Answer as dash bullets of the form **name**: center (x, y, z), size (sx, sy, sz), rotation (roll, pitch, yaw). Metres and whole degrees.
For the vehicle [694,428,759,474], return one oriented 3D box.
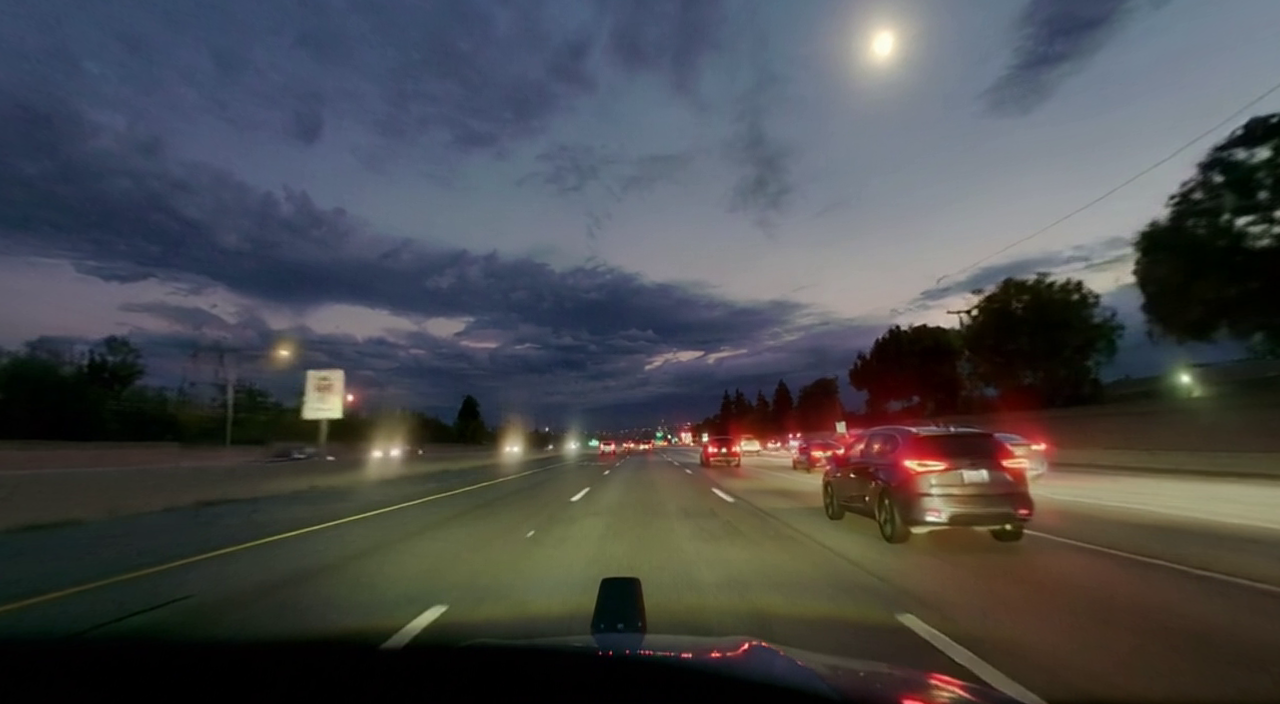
- **vehicle**: center (4.104, 4.826, 30.963), size (2.442, 2.022, 5.466), rotation (0, -8, 0)

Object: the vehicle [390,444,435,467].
- **vehicle**: center (-16.209, 7.376, 45.062), size (1.966, 1.509, 3.808), rotation (0, -9, -3)

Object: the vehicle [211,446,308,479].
- **vehicle**: center (-18.885, 5.488, 31.574), size (2.004, 1.492, 4.506), rotation (-1, -8, 1)

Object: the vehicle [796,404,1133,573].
- **vehicle**: center (3.773, 1.677, 8.538), size (2.146, 1.639, 4.475), rotation (0, -8, 0)

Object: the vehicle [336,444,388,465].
- **vehicle**: center (-21.375, 7.897, 48.703), size (1.978, 1.594, 4.424), rotation (0, -9, 0)
